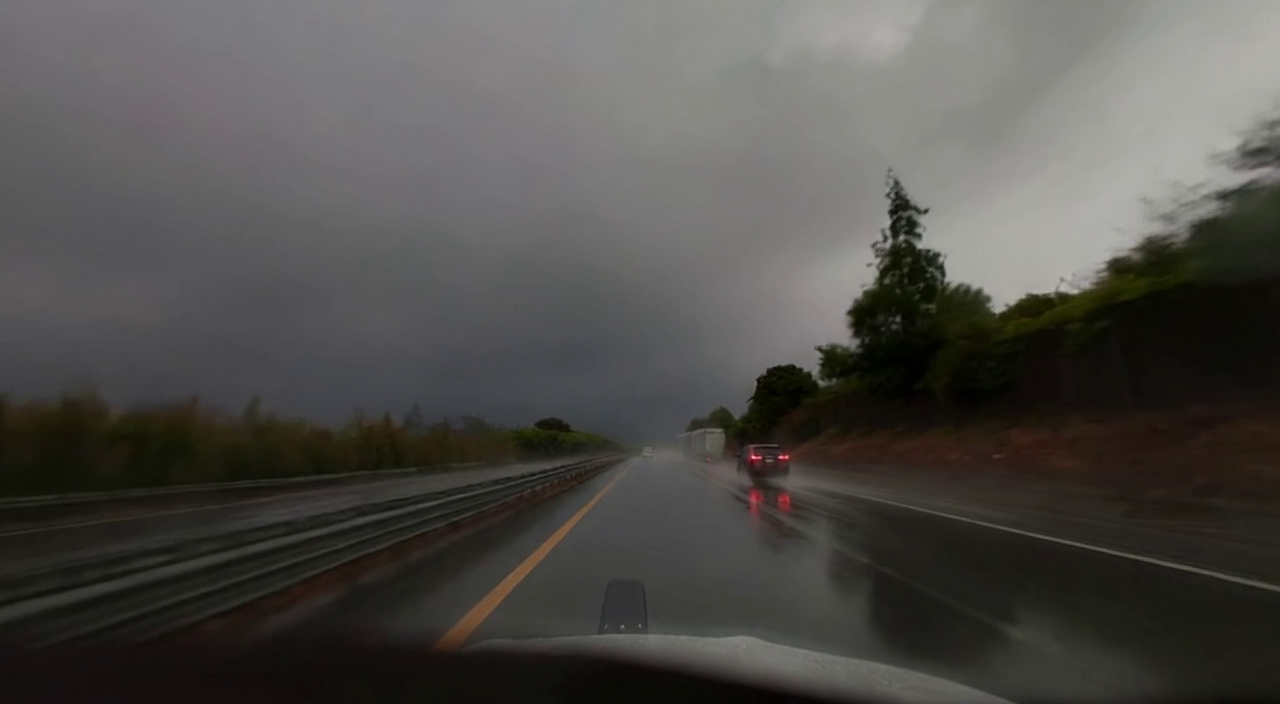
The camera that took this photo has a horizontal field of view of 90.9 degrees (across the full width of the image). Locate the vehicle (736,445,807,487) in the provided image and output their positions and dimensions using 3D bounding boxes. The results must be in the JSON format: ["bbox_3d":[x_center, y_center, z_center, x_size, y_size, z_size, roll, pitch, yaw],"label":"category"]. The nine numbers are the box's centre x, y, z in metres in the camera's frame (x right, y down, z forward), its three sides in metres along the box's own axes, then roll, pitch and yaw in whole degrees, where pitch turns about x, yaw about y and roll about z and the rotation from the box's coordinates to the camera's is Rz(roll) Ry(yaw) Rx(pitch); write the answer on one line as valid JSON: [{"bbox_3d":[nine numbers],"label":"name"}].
[{"bbox_3d":[5.141,4.500,25.079,1.964,1.513,3.707,0,-9,-1],"label":"vehicle"}]

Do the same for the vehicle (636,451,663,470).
[{"bbox_3d":[0.730,8.452,49.204,1.991,1.459,3.769,0,-9,0],"label":"vehicle"}]

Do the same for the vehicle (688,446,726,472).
[{"bbox_3d":[4.566,7.372,43.440,2.122,1.662,4.392,0,-9,0],"label":"vehicle"}]
